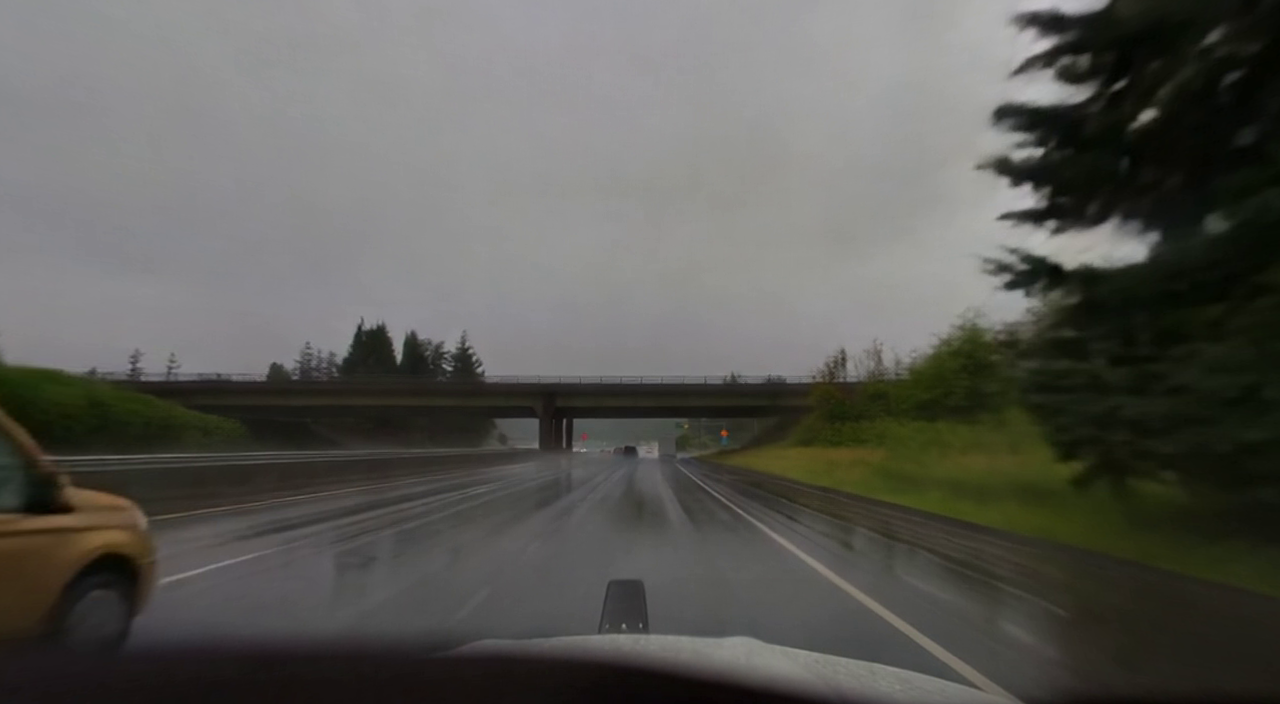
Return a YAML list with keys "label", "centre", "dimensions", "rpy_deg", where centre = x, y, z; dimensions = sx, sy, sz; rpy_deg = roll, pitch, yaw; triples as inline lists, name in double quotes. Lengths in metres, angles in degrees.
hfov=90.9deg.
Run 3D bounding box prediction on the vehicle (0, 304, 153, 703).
- label: "vehicle"
  centre: [-4.000, 0.488, 1.127]
  dimensions: [2.167, 1.929, 5.037]
  rpy_deg: [0, -9, 0]
